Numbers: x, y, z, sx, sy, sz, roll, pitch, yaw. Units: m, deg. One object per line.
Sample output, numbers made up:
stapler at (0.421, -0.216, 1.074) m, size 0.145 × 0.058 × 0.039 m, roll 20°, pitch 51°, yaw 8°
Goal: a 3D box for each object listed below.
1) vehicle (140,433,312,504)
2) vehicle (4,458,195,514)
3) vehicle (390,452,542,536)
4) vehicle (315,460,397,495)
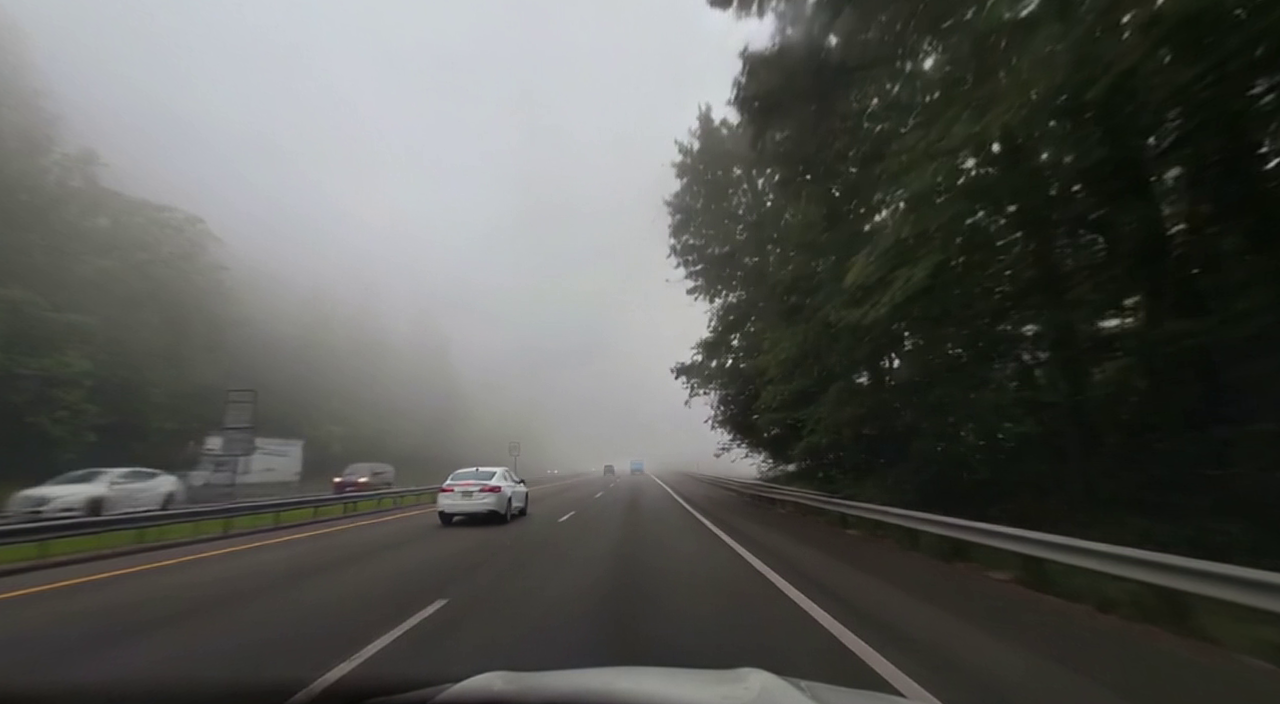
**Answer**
vehicle at (-17.355, 5.017, 27.122) m, size 2.564 × 2.589 × 6.882 m, roll 1°, pitch -11°, yaw 1°
vehicle at (-17.230, 4.303, 20.518) m, size 2.065 × 1.556 × 4.639 m, roll 1°, pitch -11°, yaw 0°
vehicle at (-3.668, 3.132, 14.341) m, size 2.006 × 1.516 × 4.820 m, roll 1°, pitch -11°, yaw 1°
vehicle at (-13.390, 5.959, 30.014) m, size 1.852 × 1.520 × 4.252 m, roll 1°, pitch -11°, yaw 1°
